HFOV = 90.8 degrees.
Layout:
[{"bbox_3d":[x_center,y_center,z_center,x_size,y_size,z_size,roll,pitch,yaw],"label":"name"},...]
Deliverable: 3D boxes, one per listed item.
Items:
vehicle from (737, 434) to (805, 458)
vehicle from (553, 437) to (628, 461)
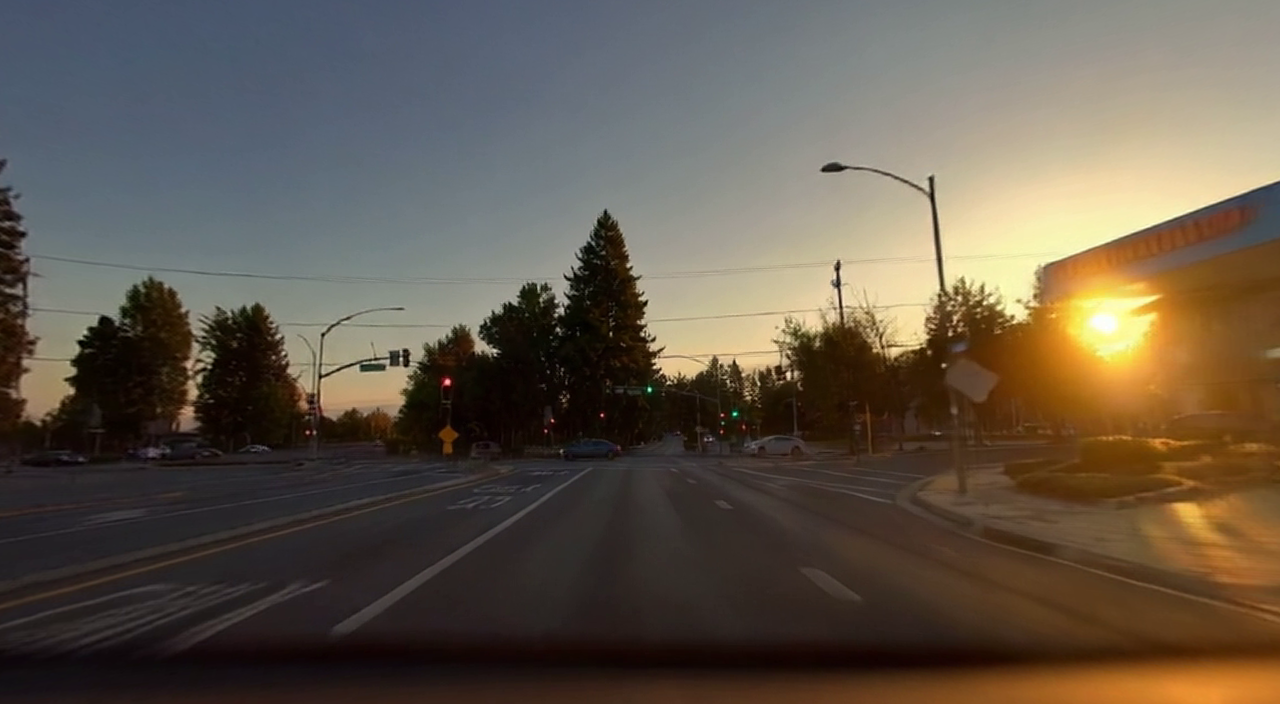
[{"bbox_3d":[9.414,6.799,45.695,4.478,1.678,1.870,0,-8,2],"label":"vehicle"},{"bbox_3d":[-3.364,6.566,42.876,4.709,1.501,1.895,4,-9,-25],"label":"vehicle"}]
